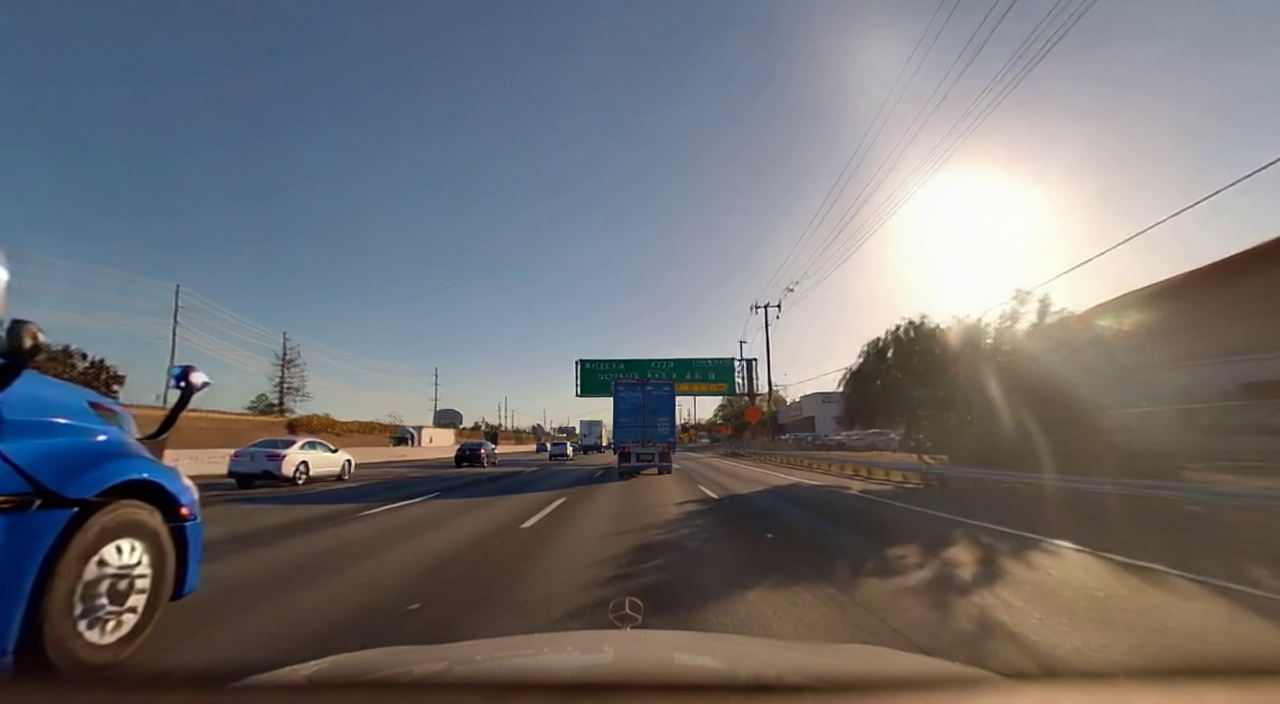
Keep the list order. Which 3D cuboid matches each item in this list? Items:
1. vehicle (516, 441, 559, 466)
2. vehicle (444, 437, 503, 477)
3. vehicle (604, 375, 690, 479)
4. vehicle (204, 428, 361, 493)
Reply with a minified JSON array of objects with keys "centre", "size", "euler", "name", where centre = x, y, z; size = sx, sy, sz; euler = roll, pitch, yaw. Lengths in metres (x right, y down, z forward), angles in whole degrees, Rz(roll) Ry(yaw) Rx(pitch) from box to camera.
[{"centre":[-6.163,6.164,38.430],"size":[1.933,1.459,4.478],"euler":[0,-9,-1],"name":"vehicle"},{"centre":[-6.971,4.419,26.671],"size":[1.736,1.580,2.778],"euler":[0,-9,0],"name":"vehicle"},{"centre":[0.177,3.318,26.853],"size":[2.941,3.604,9.851],"euler":[0,-9,-1],"name":"vehicle"},{"centre":[-10.921,3.357,19.801],"size":[2.046,1.779,4.752],"euler":[0,-9,1],"name":"vehicle"}]
